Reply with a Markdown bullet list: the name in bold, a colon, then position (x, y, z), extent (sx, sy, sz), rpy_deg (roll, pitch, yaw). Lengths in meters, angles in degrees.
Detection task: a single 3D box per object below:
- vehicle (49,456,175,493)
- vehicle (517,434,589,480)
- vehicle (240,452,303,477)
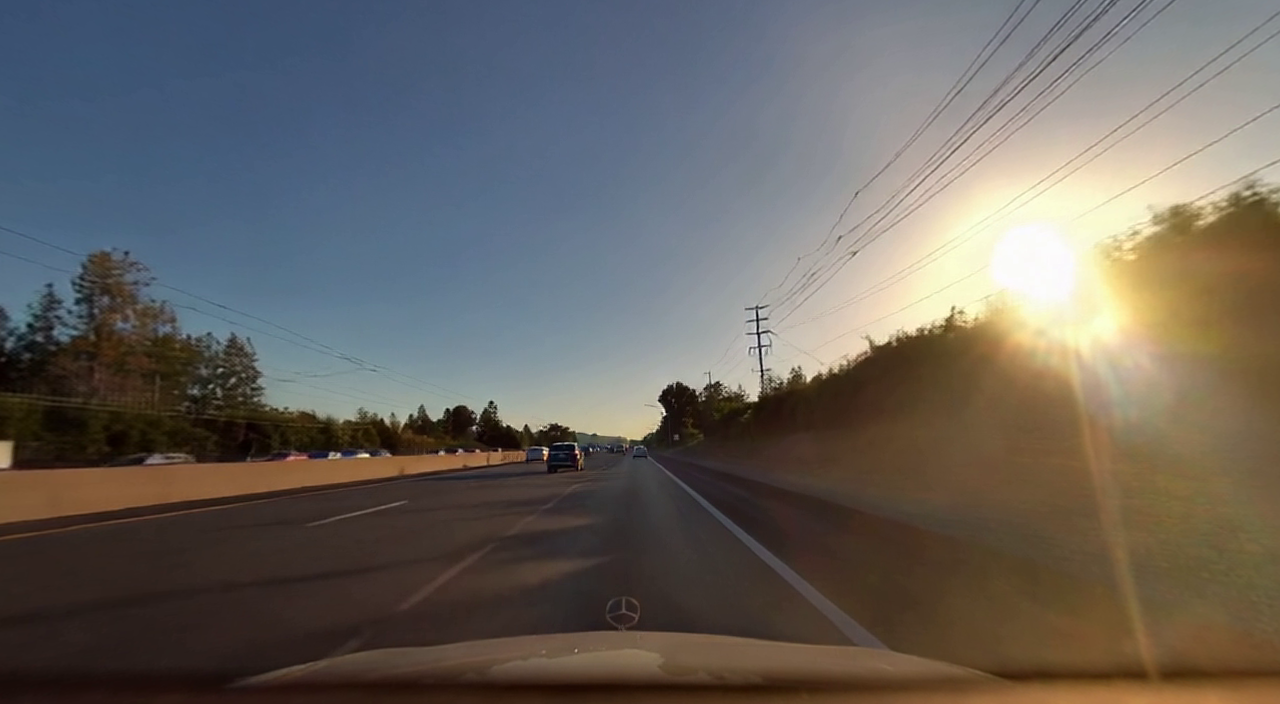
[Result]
- **vehicle**: position (-25.021, 5.785, 30.092), extent (2.017, 1.565, 4.577), rpy_deg (0, -9, 0)
- **vehicle**: position (-3.955, 4.940, 29.751), extent (2.577, 1.939, 5.408), rpy_deg (0, -9, 0)
- **vehicle**: position (-28.819, 8.781, 49.381), extent (2.006, 1.760, 4.774), rpy_deg (0, -9, 0)
